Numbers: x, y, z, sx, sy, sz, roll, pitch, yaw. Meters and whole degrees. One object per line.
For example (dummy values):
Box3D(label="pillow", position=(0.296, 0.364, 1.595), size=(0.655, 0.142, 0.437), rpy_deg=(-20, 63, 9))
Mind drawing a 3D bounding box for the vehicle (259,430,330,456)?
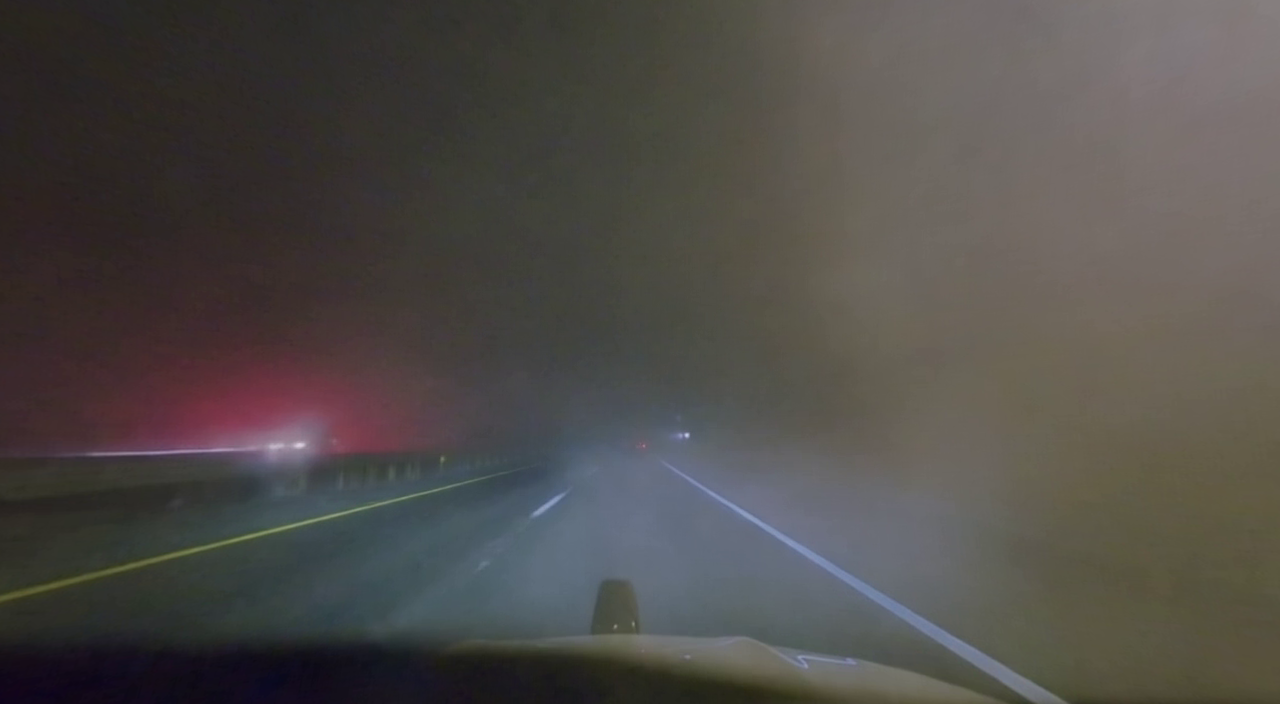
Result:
Box3D(label="vehicle", position=(-20.798, 5.512, 38.114), size=(1.800, 1.449, 4.373), rpy_deg=(0, -8, 0))
